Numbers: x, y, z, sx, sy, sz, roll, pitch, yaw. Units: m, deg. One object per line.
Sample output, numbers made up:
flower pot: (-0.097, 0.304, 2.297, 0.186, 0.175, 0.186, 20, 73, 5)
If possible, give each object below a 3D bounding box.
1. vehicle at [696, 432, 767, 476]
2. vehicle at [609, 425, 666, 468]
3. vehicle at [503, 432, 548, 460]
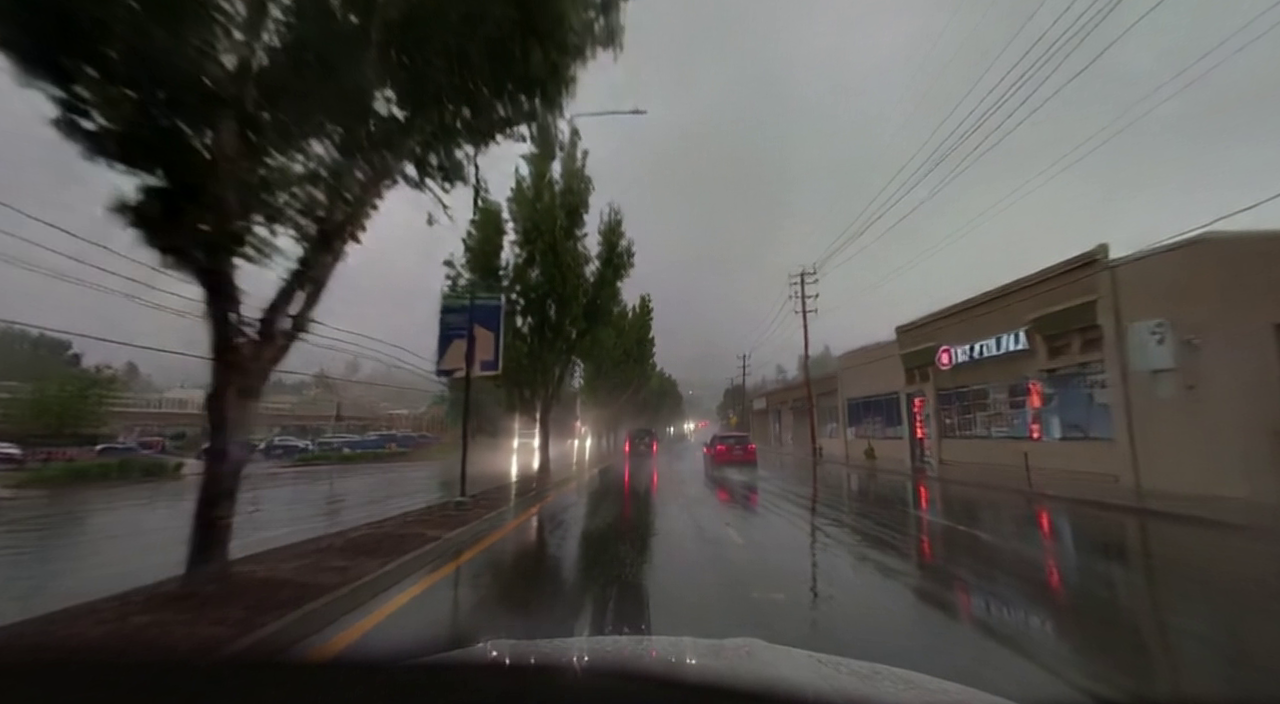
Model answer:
vehicle: (3.343, 3.828, 23.948, 1.954, 1.479, 4.557, 0, -8, -1)
vehicle: (-0.051, 4.377, 29.206, 2.441, 1.813, 4.581, 0, -8, 1)
vehicle: (-7.957, 6.585, 44.230, 2.137, 1.811, 4.549, -1, -8, 3)
